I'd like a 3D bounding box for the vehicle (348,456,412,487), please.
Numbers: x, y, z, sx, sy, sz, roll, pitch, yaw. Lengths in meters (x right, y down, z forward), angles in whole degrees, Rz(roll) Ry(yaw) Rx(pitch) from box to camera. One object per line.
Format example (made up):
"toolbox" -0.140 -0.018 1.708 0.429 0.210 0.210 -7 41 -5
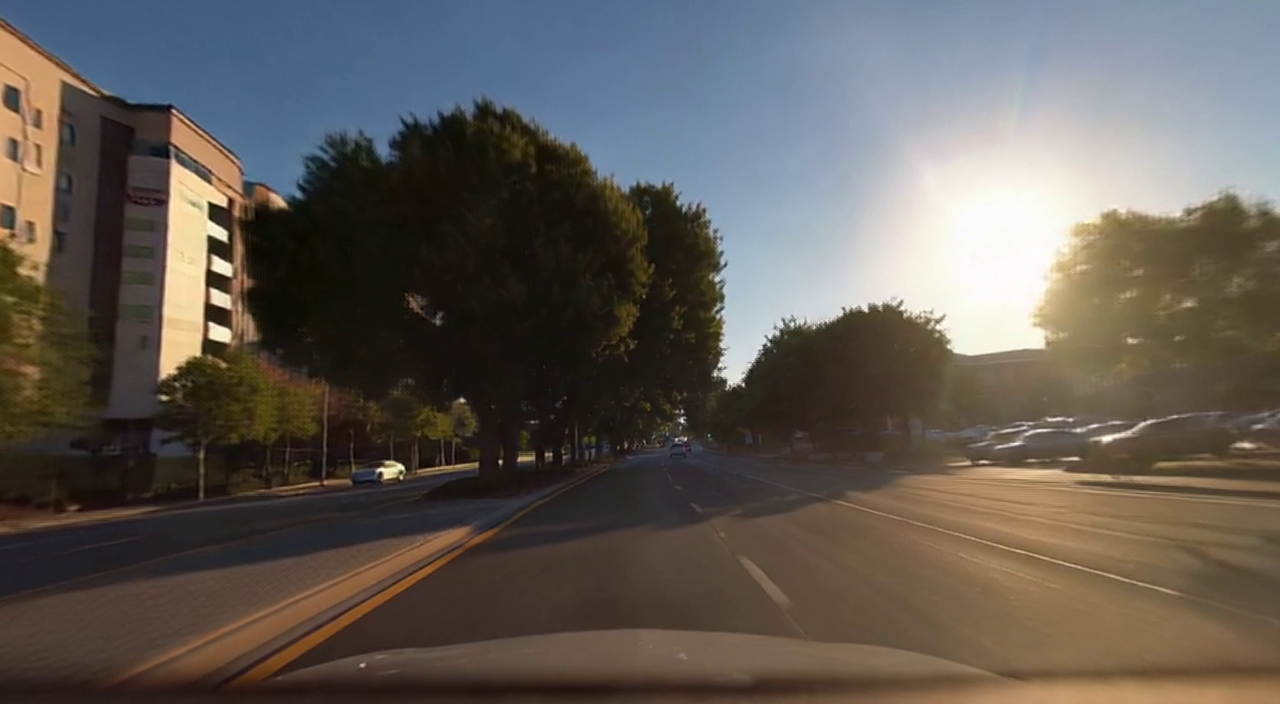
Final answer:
"vehicle" -15.861 7.266 38.789 1.975 1.629 4.491 0 -8 0
